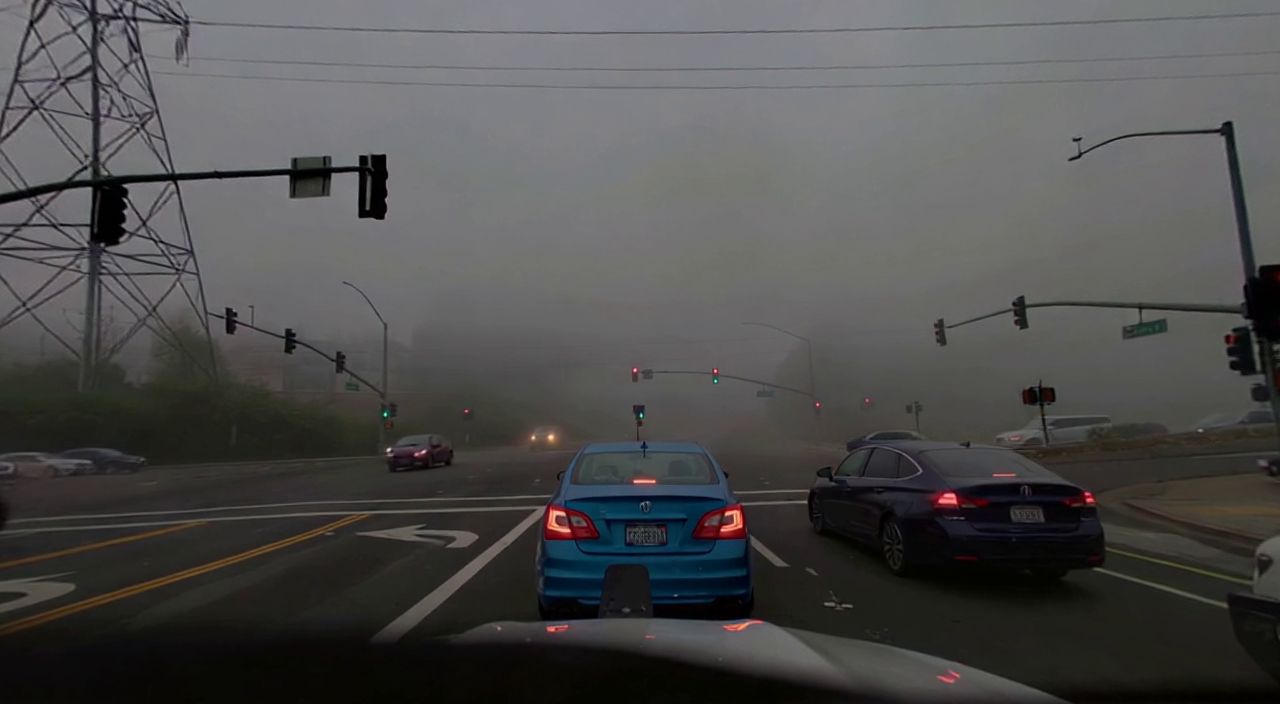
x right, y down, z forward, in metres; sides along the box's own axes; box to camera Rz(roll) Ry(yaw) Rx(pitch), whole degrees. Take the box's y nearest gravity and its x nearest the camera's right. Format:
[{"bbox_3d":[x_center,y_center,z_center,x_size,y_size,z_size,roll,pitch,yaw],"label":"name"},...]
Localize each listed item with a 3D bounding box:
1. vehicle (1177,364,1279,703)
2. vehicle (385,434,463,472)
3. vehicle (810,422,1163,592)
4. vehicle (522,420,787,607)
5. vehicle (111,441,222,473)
[{"bbox_3d":[3.403,0.589,0.630,1.926,1.614,4.330,0,-8,1],"label":"vehicle"},{"bbox_3d":[-9.622,4.525,28.402,1.910,1.537,4.123,-1,-8,2],"label":"vehicle"},{"bbox_3d":[3.643,1.684,7.725,1.835,1.473,4.190,0,-8,-2],"label":"vehicle"},{"bbox_3d":[0.103,1.597,7.129,2.117,1.474,4.036,0,-8,0],"label":"vehicle"},{"bbox_3d":[-26.043,5.770,34.786,4.417,1.637,1.956,0,-8,-2],"label":"vehicle"}]
